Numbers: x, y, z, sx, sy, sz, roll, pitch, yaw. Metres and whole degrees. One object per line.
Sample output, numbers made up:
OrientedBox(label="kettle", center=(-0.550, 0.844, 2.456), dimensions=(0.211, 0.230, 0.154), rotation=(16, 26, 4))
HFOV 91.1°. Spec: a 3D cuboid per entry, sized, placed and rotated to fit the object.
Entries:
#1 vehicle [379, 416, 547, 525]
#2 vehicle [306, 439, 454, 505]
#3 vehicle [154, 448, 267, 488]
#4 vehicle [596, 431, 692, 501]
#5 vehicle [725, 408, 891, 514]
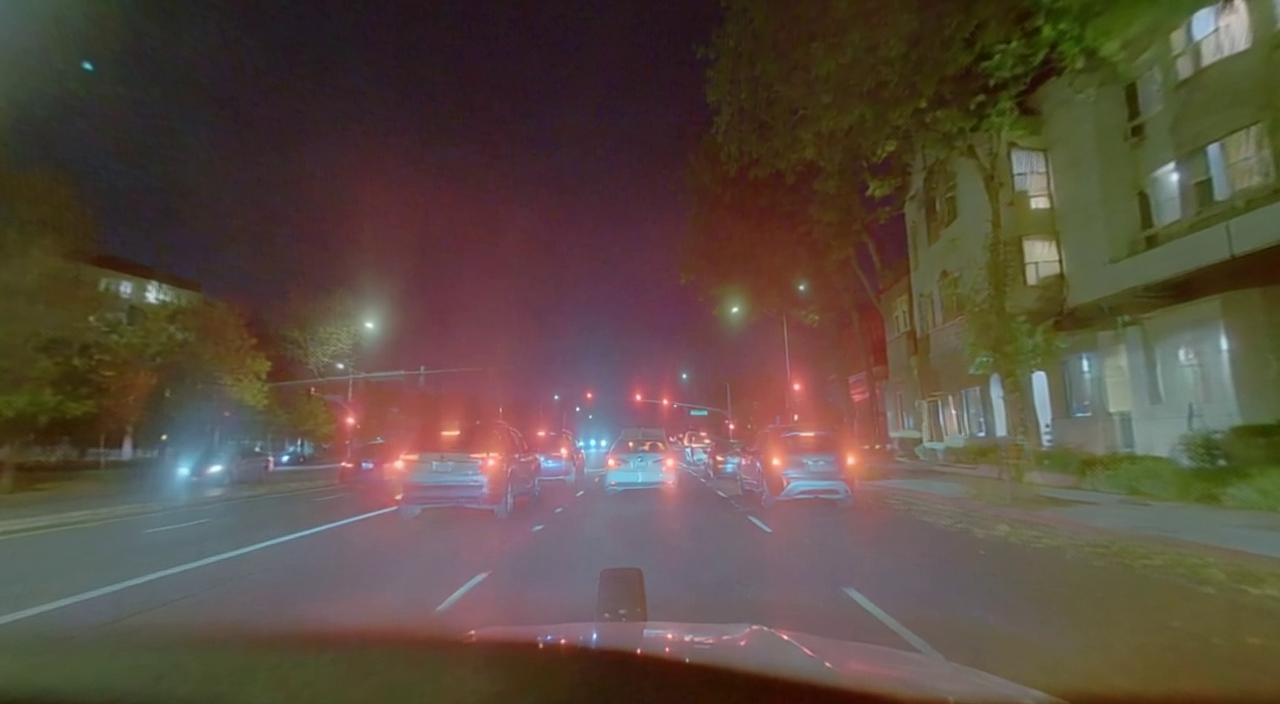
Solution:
OrientedBox(label="vehicle", center=(-3.117, 2.183, 12.084), dimensions=(1.912, 1.703, 4.261), rotation=(0, -8, 1))
OrientedBox(label="vehicle", center=(-6.533, 3.036, 16.435), dimensions=(1.926, 1.465, 4.620), rotation=(0, -8, 0))
OrientedBox(label="vehicle", center=(-21.526, 5.782, 31.855), dimensions=(2.219, 1.786, 5.705), rotation=(1, -8, -6))
OrientedBox(label="vehicle", center=(0.068, 2.694, 15.213), dimensions=(2.021, 1.461, 3.862), rotation=(0, -8, -1))
OrientedBox(label="vehicle", center=(3.276, 2.265, 13.454), dimensions=(2.141, 1.833, 4.704), rotation=(0, -8, -2))
